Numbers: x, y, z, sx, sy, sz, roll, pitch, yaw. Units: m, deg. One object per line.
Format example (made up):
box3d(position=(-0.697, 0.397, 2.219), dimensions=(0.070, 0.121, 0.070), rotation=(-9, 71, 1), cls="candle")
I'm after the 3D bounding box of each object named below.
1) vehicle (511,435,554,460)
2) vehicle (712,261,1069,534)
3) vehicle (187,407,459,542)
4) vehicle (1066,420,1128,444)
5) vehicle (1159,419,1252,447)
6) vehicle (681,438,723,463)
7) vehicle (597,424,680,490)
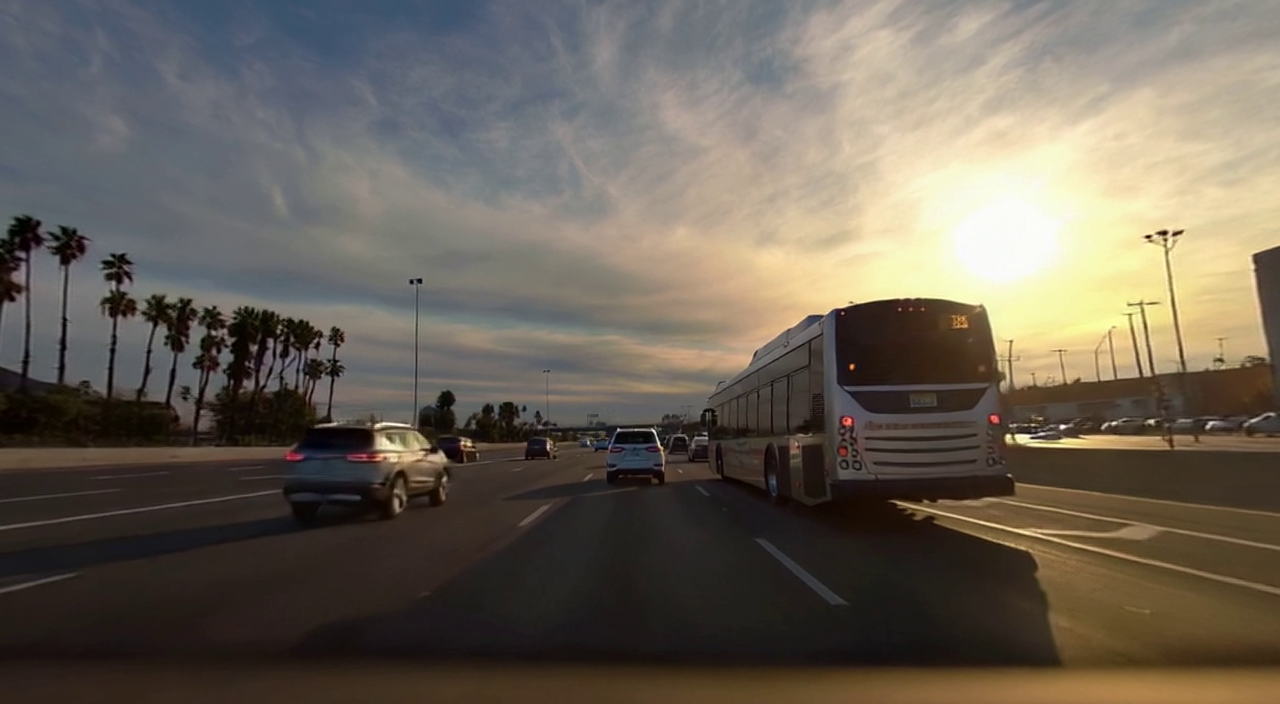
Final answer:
box3d(position=(-7.850, 7.078, 46.479), dimensions=(2.291, 1.729, 4.879), rotation=(0, -9, 1), cls="vehicle")
box3d(position=(4.049, 1.636, 15.422), dimensions=(3.020, 3.622, 14.302), rotation=(0, -9, 0), cls="vehicle")
box3d(position=(-4.901, 1.991, 10.795), dimensions=(2.100, 1.765, 4.743), rotation=(0, -9, 1), cls="vehicle")
box3d(position=(33.438, 5.916, 46.214), dimensions=(1.859, 1.638, 4.161), rotation=(-1, -9, 8), cls="vehicle")
box3d(position=(32.140, 4.690, 35.948), dimensions=(1.795, 1.481, 3.986), rotation=(-1, -9, 4), cls="vehicle")
box3d(position=(3.815, 6.205, 39.671), dimensions=(2.039, 1.516, 4.521), rotation=(0, -9, -2), cls="vehicle")
box3d(position=(-0.007, 3.203, 19.425), dimensions=(2.268, 1.796, 4.280), rotation=(0, -9, 1), cls="vehicle")
